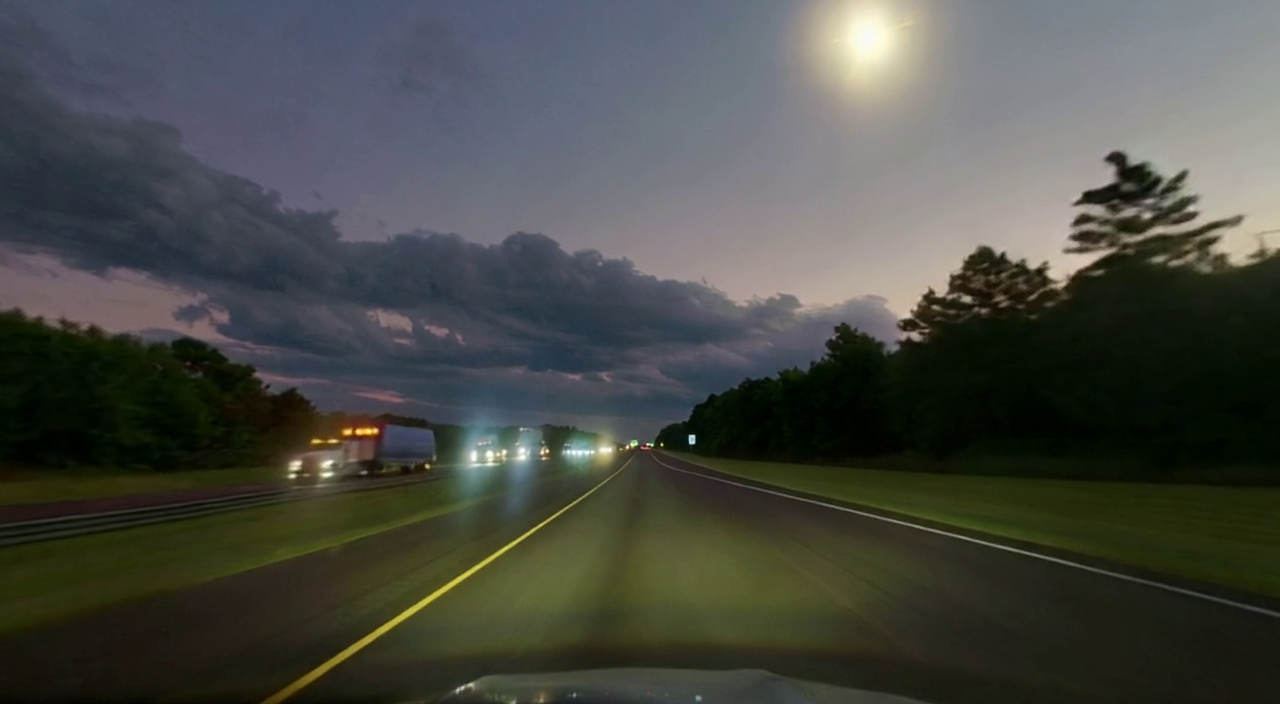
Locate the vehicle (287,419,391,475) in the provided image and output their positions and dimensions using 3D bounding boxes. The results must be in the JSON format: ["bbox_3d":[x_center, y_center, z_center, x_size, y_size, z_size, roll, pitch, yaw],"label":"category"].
[{"bbox_3d":[-22.889,7.391,48.805,3.015,3.832,9.988,0,-9,1],"label":"vehicle"}]
